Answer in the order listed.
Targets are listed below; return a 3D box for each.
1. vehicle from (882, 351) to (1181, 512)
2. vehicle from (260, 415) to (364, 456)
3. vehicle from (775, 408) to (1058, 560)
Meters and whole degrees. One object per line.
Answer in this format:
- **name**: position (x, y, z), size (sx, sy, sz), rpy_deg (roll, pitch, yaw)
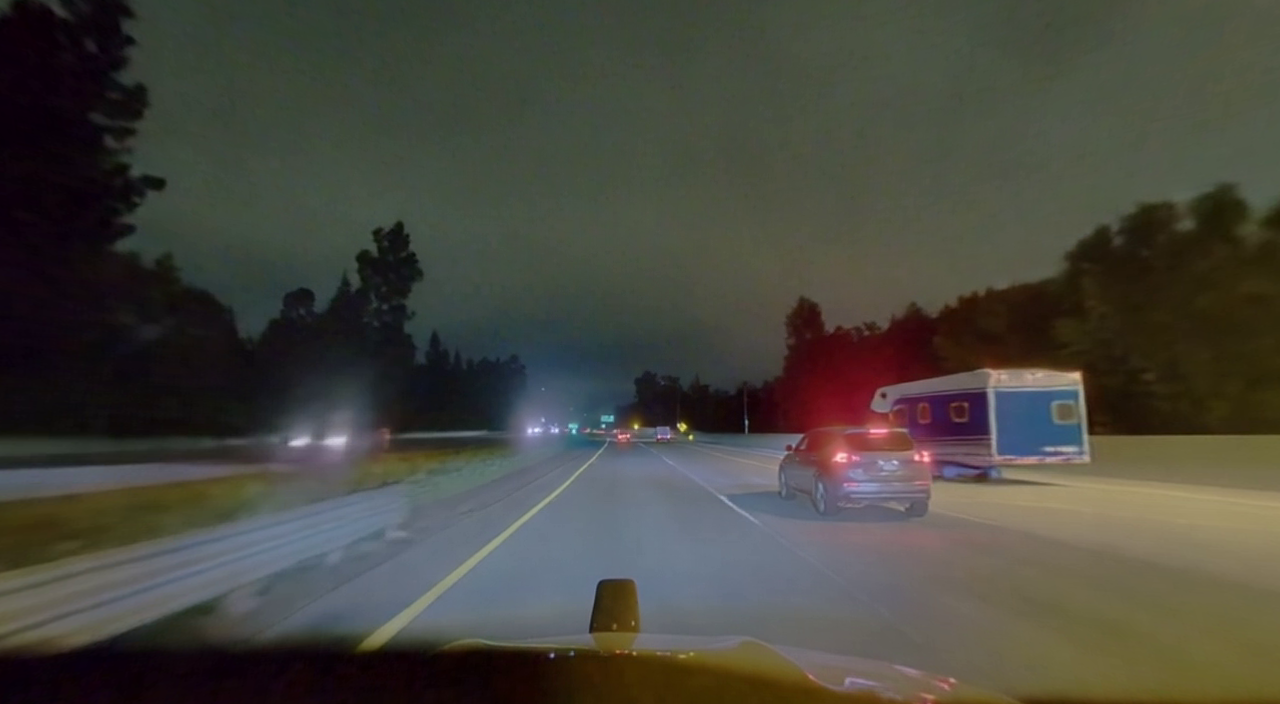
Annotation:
- **vehicle**: position (7.672, 1.699, 13.457), size (2.594, 2.701, 5.573), rpy_deg (0, -8, -2)
- **vehicle**: position (-12.583, 3.250, 24.475), size (1.932, 1.450, 3.980), rpy_deg (0, -8, -1)
- **vehicle**: position (3.306, 1.631, 8.543), size (2.002, 1.569, 3.845), rpy_deg (0, -8, -1)
